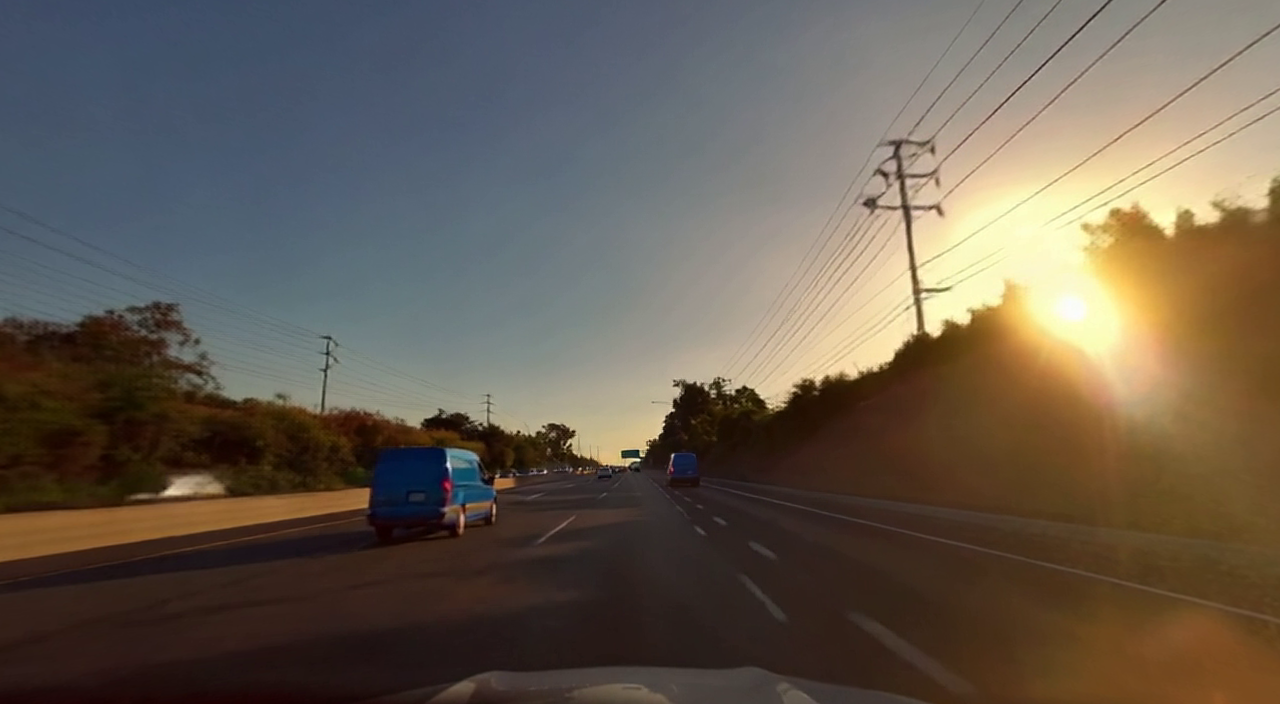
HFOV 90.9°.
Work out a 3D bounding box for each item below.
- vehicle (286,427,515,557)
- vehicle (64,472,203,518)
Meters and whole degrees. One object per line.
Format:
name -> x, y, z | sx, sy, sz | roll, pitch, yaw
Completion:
vehicle -> -3.788, 2.381, 11.153 | 2.153, 1.756, 4.730 | 1, -11, 0
vehicle -> -20.879, 5.901, 26.307 | 1.922, 1.665, 4.588 | 1, -11, 0
